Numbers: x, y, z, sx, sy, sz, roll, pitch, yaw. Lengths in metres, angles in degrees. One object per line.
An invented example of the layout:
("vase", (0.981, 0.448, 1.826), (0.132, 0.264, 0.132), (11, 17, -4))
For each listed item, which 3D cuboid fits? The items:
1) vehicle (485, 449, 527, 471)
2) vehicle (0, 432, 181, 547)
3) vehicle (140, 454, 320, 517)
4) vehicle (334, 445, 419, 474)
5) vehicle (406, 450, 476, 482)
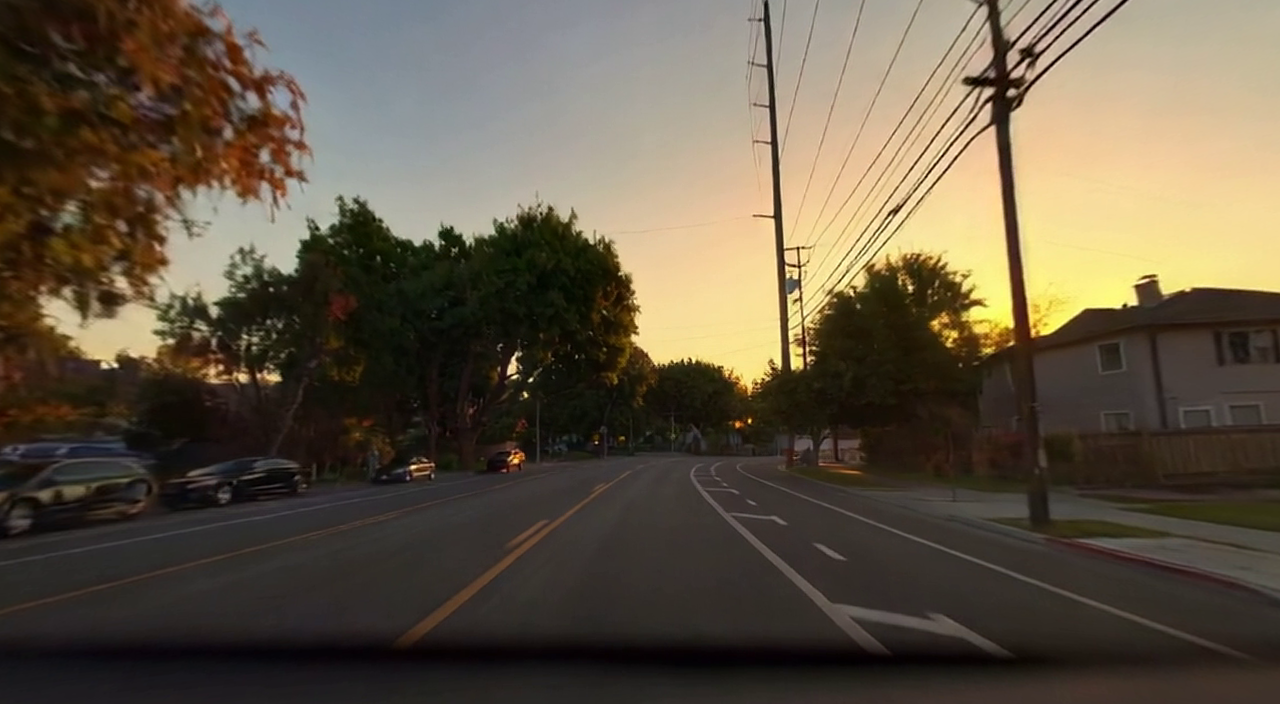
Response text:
("vehicle", (-9.691, 7.856, 45.832), (1.900, 1.471, 4.462), (0, -8, 3))
("vehicle", (-11.870, 2.588, 12.008), (2.114, 1.925, 5.449), (-3, -9, 0))
("vehicle", (-11.559, 3.741, 18.246), (1.908, 1.491, 4.627), (0, -8, 4))
("vehicle", (-16.452, 6.691, 39.434), (4.411, 1.737, 1.950), (1, -8, -4))
("vehicle", (-10.738, 6.160, 34.340), (1.945, 1.514, 4.635), (0, -8, 5))
